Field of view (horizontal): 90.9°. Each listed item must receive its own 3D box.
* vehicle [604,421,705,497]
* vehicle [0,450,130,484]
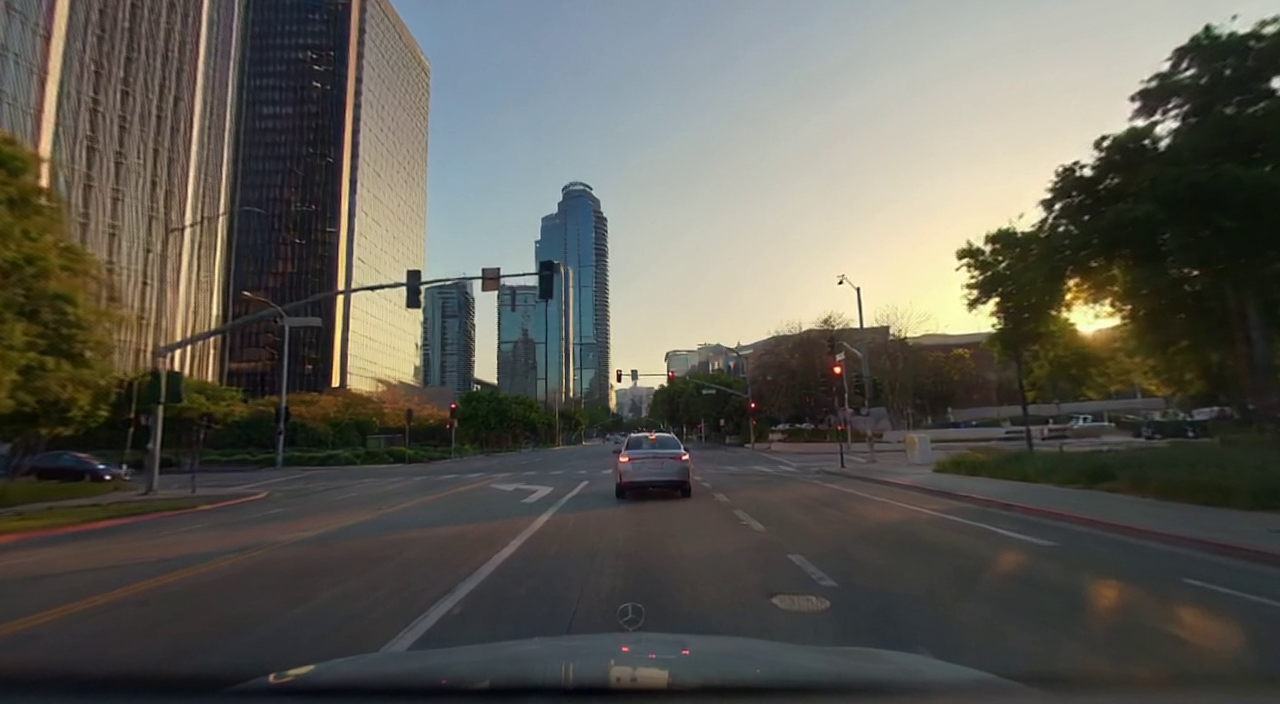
[{"bbox_3d":[0.309,2.603,15.774,2.184,1.640,4.086,0,-8,0],"label":"vehicle"},{"bbox_3d":[-27.254,5.422,29.810,4.494,1.475,1.893,0,-8,-1],"label":"vehicle"}]
